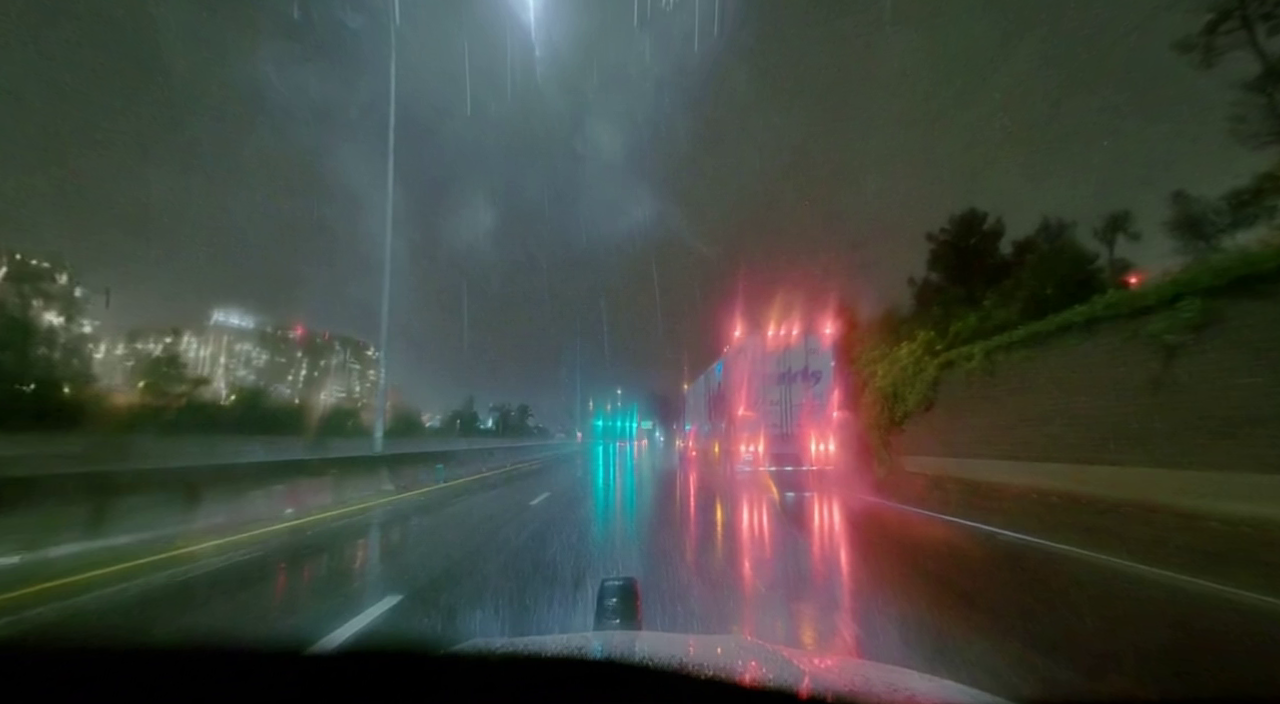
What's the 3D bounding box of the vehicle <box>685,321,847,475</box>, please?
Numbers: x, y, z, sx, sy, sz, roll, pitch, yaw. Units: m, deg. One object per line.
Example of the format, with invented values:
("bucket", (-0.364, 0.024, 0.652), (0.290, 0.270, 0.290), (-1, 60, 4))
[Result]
("vehicle", (3.673, 1.989, 22.904), (2.850, 3.894, 13.987), (0, -7, -1))
